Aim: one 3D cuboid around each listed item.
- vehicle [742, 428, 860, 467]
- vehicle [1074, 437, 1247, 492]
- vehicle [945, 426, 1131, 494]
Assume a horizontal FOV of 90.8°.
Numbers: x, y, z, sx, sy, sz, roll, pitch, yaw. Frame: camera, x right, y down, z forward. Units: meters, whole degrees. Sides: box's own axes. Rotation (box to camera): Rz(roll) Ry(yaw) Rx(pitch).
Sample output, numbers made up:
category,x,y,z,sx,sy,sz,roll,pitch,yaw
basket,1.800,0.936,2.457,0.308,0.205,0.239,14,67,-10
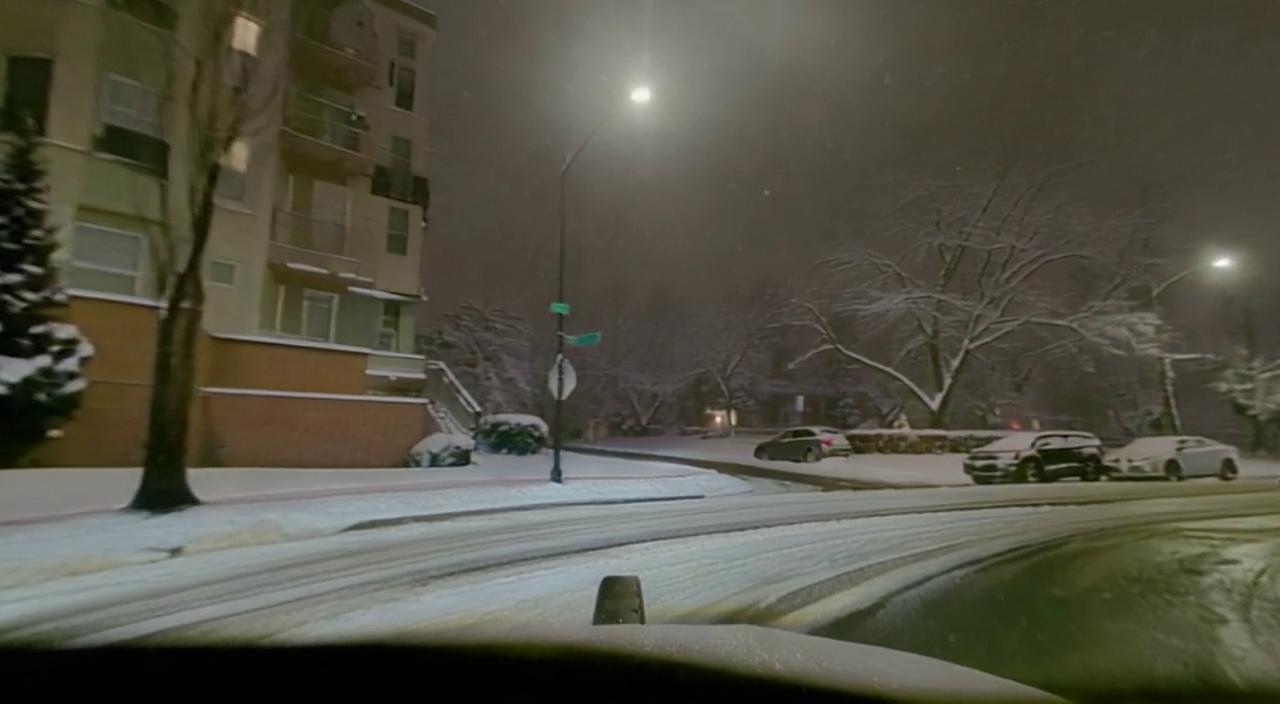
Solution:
category,x,y,z,sx,sy,sz,roll,pitch,yaw
vehicle,6.520,3.829,25.508,4.714,1.458,1.812,5,-9,-32
vehicle,16.183,3.431,19.648,4.696,1.478,1.902,2,-9,-20
vehicle,11.347,3.029,18.076,4.584,1.744,1.946,3,-8,-19
